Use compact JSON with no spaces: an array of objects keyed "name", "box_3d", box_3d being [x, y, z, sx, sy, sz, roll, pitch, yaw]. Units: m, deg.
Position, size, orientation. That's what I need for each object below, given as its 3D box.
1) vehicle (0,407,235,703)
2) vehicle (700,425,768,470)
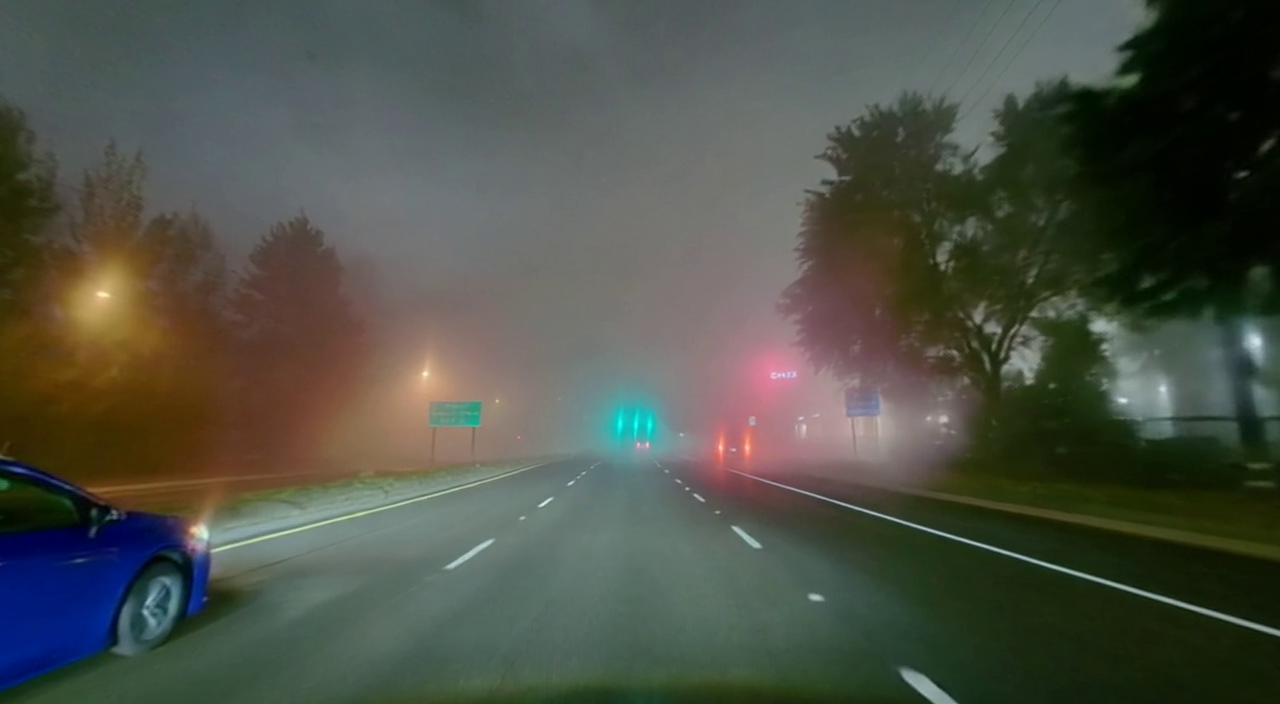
[{"name":"vehicle","box_3d":[-3.908,0.915,2.295,2.017,1.470,4.293,0,-8,0]},{"name":"vehicle","box_3d":[4.545,4.756,31.538,2.476,2.016,5.586,0,-8,-1]}]
